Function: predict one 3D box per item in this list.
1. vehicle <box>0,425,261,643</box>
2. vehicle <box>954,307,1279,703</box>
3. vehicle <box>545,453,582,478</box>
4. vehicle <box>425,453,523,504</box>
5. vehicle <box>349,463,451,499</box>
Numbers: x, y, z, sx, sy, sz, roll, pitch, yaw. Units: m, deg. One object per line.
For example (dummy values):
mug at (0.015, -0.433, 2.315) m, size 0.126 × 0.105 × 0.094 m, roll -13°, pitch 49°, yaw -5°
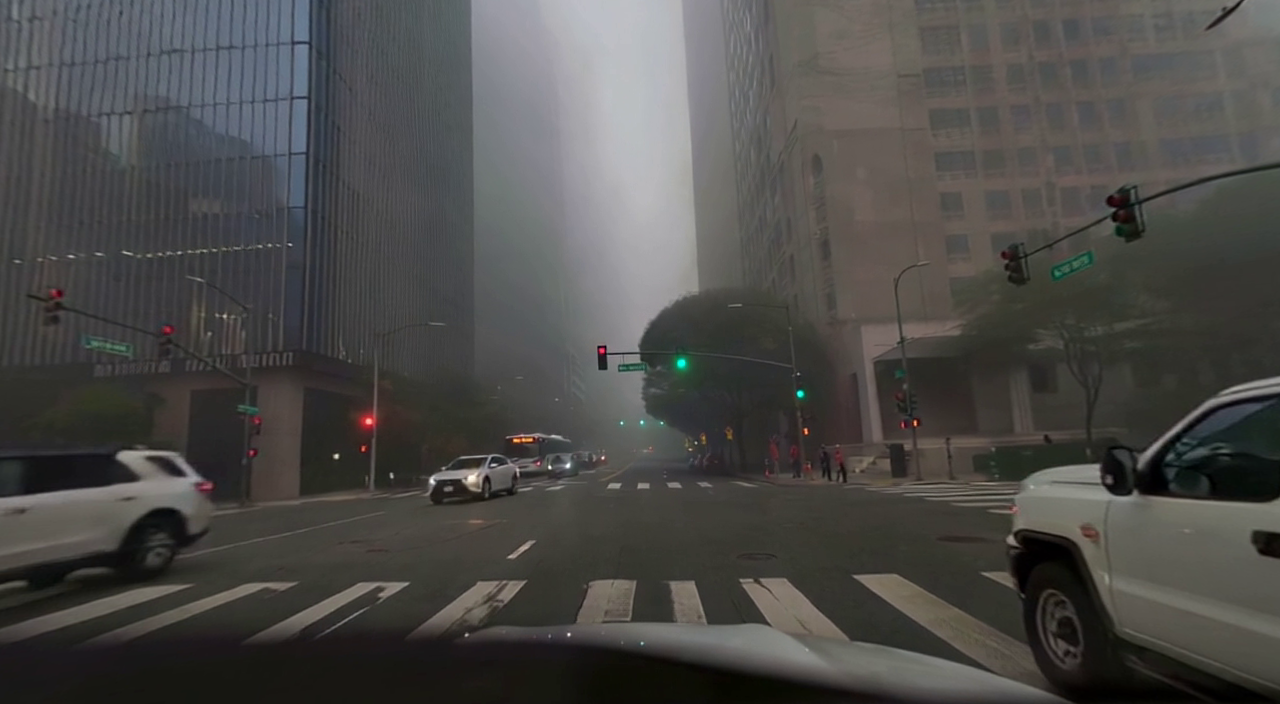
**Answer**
vehicle at (-6.047, 1.584, 5.980) m, size 1.990 × 1.710 × 4.507 m, roll 0°, pitch -8°, yaw 1°
vehicle at (3.278, 0.714, 1.756) m, size 2.118 × 1.848 × 5.426 m, roll 0°, pitch -8°, yaw 2°
vehicle at (-5.357, 8.022, 44.635) m, size 1.997 × 1.610 × 4.144 m, roll 0°, pitch -8°, yaw 2°
vehicle at (-5.478, 4.222, 21.519) m, size 1.956 × 1.457 × 4.958 m, roll 0°, pitch -8°, yaw 1°
vehicle at (-11.784, 6.342, 31.328) m, size 2.051 × 1.468 × 4.635 m, roll -3°, pitch -9°, yaw 22°
